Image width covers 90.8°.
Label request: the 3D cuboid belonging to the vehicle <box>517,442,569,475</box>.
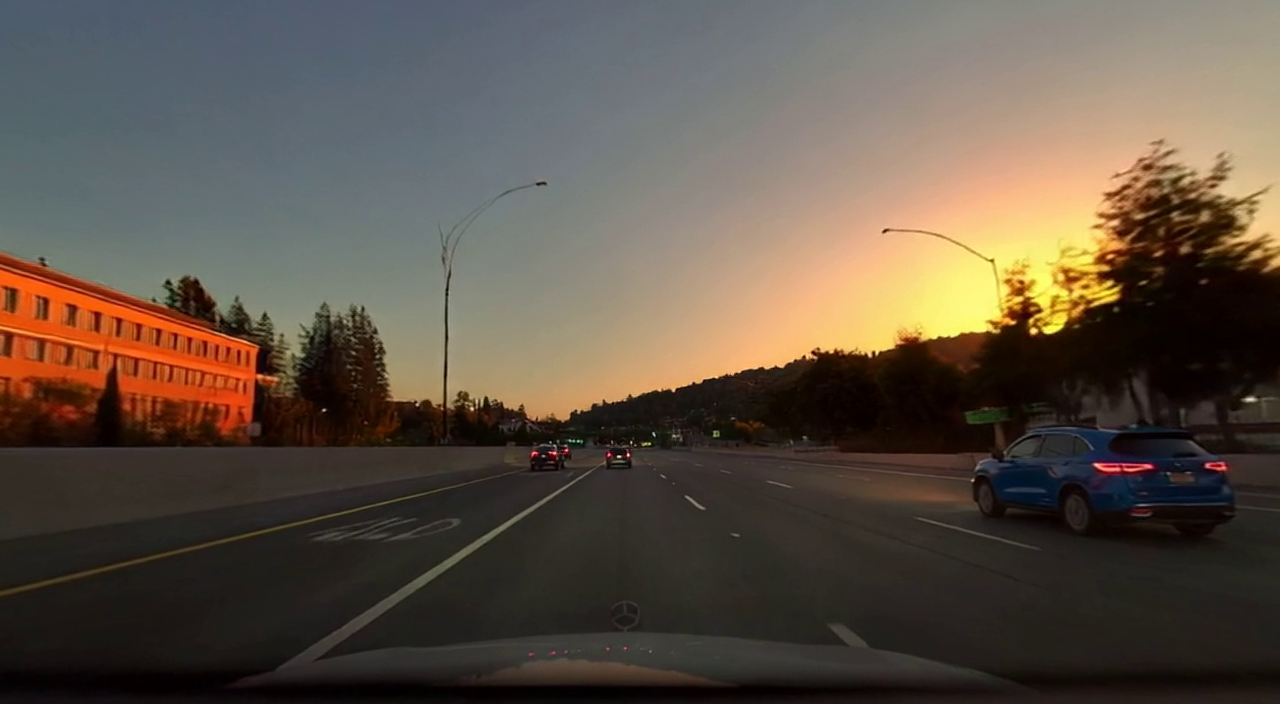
[{"bbox_3d":[-4.689,5.210,31.205,1.886,1.465,4.625,0,-9,-1],"label":"vehicle"}]

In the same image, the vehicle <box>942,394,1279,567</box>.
[{"bbox_3d":[6.612,1.698,9.077,2.028,1.801,4.741,0,-9,-2],"label":"vehicle"}]

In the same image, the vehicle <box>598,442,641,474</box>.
[{"bbox_3d":[-1.047,5.342,31.975,1.997,1.485,4.094,0,-9,-2],"label":"vehicle"}]
